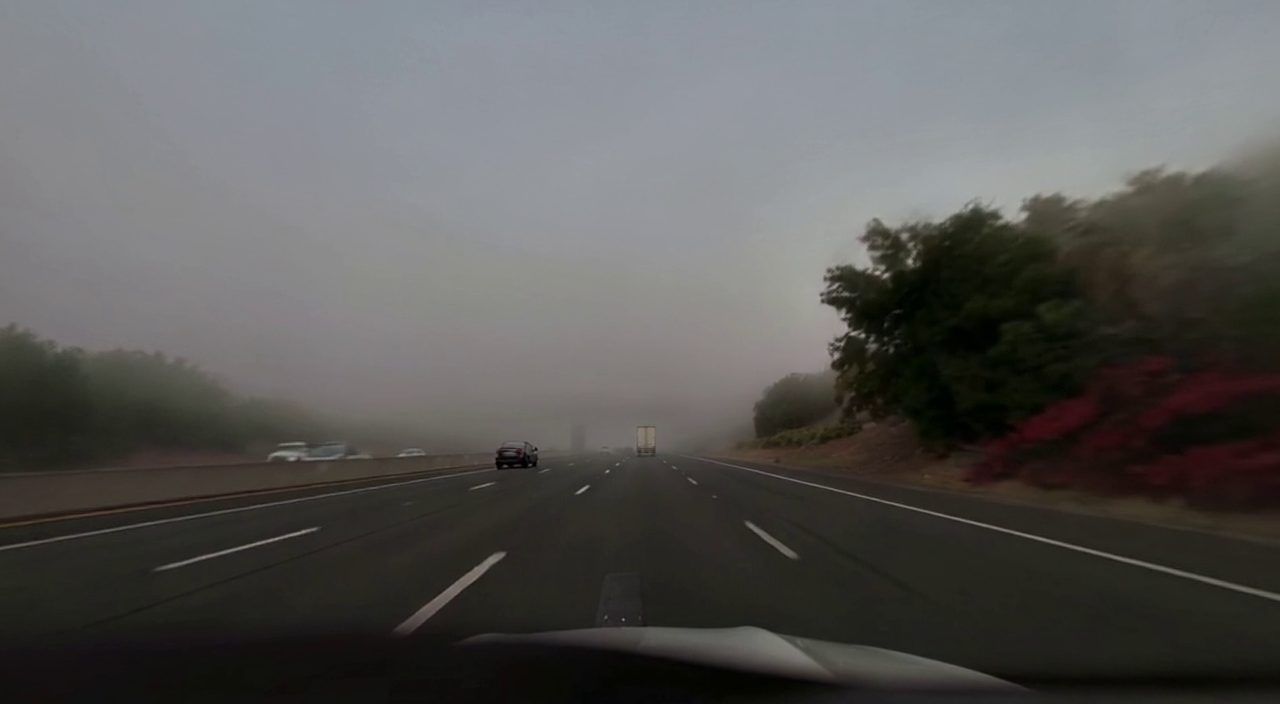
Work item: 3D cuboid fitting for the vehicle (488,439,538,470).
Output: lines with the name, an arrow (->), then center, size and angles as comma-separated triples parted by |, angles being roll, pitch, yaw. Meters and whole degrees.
vehicle -> -7.261, 5.880, 36.474 | 1.981, 1.685, 4.171 | 0, -8, 1

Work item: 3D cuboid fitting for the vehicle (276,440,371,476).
vehicle -> -16.657, 5.569, 33.567 | 2.127, 1.727, 5.447 | 0, -8, 1
